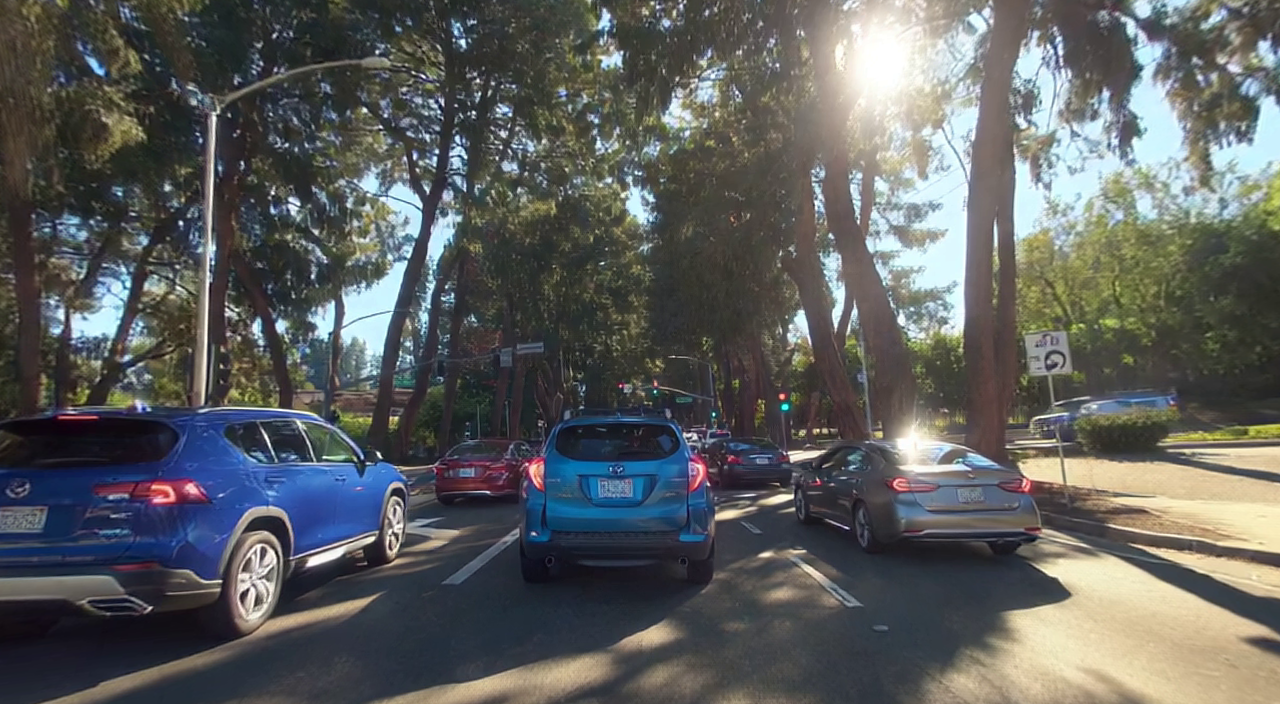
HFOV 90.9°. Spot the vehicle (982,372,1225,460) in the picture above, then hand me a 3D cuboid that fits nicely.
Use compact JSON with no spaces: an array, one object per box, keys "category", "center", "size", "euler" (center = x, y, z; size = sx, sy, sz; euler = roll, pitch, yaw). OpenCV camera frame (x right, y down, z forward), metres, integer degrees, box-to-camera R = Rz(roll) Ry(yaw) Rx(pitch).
[{"category":"vehicle","center":[17.884,2.543,24.689],"size":[7.314,3.230,2.680],"euler":[0,-8,-2]}]

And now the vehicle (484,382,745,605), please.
[{"category":"vehicle","center":[-0.215,1.489,7.483],"size":[2.132,1.816,4.471],"euler":[0,-8,0]}]

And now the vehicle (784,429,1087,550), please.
[{"category":"vehicle","center":[4.318,2.065,10.306],"size":[2.036,1.480,4.659],"euler":[1,-9,-11]}]

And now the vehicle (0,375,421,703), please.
[{"category":"vehicle","center":[-3.709,1.286,5.426],"size":[2.039,1.709,4.265],"euler":[0,-8,1]}]
